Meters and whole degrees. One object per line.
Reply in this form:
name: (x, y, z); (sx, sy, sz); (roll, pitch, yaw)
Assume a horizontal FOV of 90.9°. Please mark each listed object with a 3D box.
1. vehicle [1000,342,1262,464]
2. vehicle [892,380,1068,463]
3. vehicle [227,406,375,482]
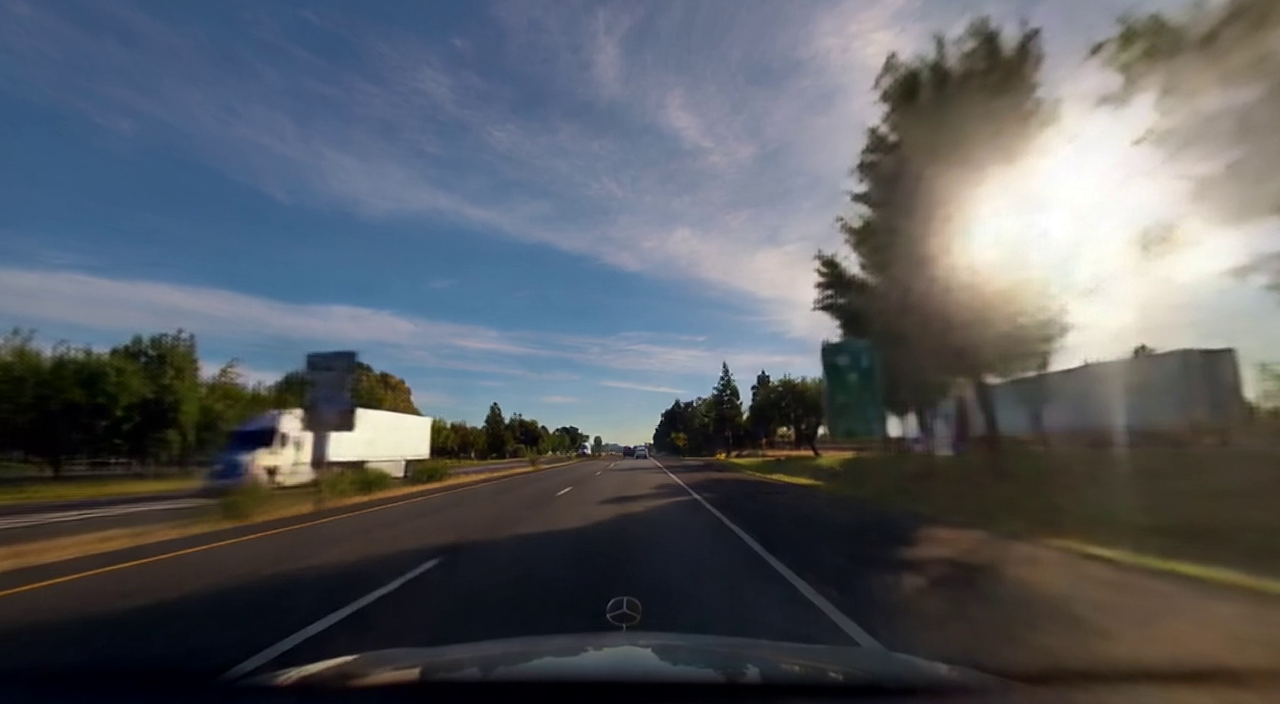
vehicle: (19.213, 2.419, 25.880); (2.763, 4.126, 9.013); (1, -9, -5)
vehicle: (18.284, 4.115, 35.266); (3.038, 3.945, 10.598); (1, -9, -6)
vehicle: (-18.614, 5.276, 35.711); (2.900, 3.682, 9.791); (0, -9, 0)
